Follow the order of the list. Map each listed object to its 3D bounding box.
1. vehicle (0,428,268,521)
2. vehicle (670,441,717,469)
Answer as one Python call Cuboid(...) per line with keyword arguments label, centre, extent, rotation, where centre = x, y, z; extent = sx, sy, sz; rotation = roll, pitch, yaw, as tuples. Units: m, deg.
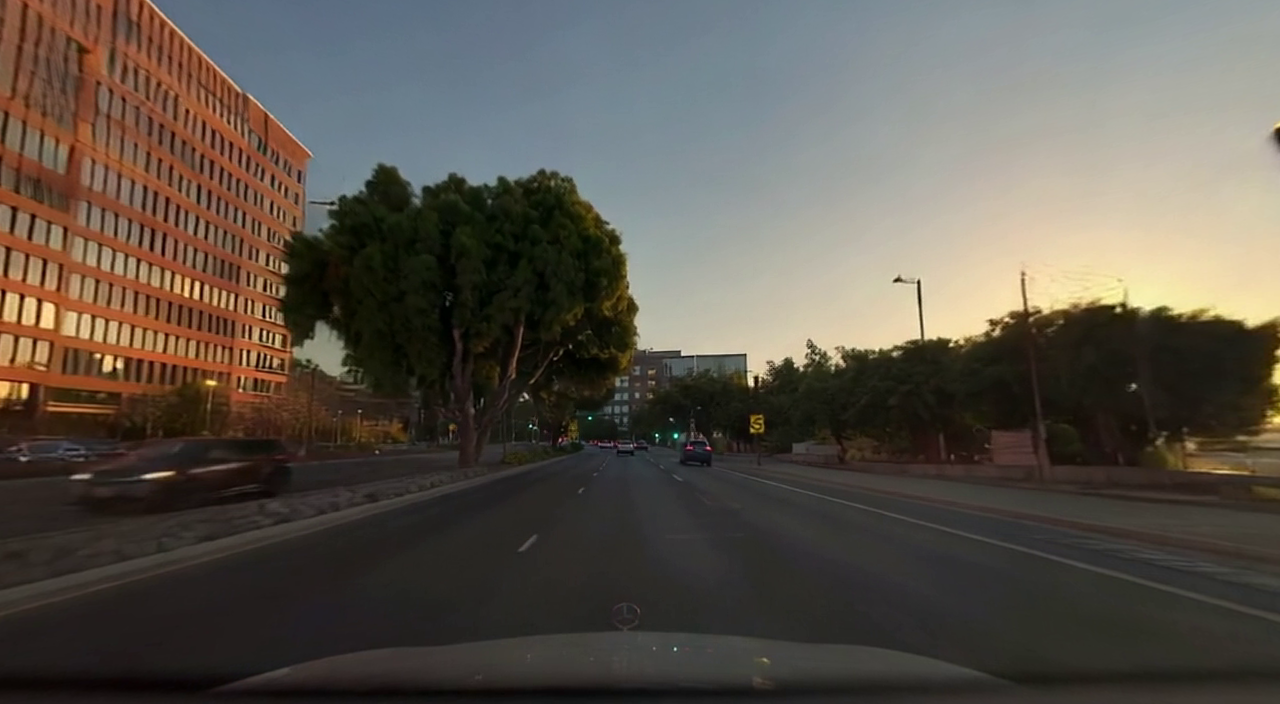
Cuboid(label="vehicle", centre=(-9.665, 2.336, 12.581), extent=(1.874, 1.520, 4.215), rotation=(0, -8, 1))
Cuboid(label="vehicle", centre=(2.950, 5.795, 35.734), extent=(2.090, 1.506, 4.382), rotation=(0, -8, -2))
